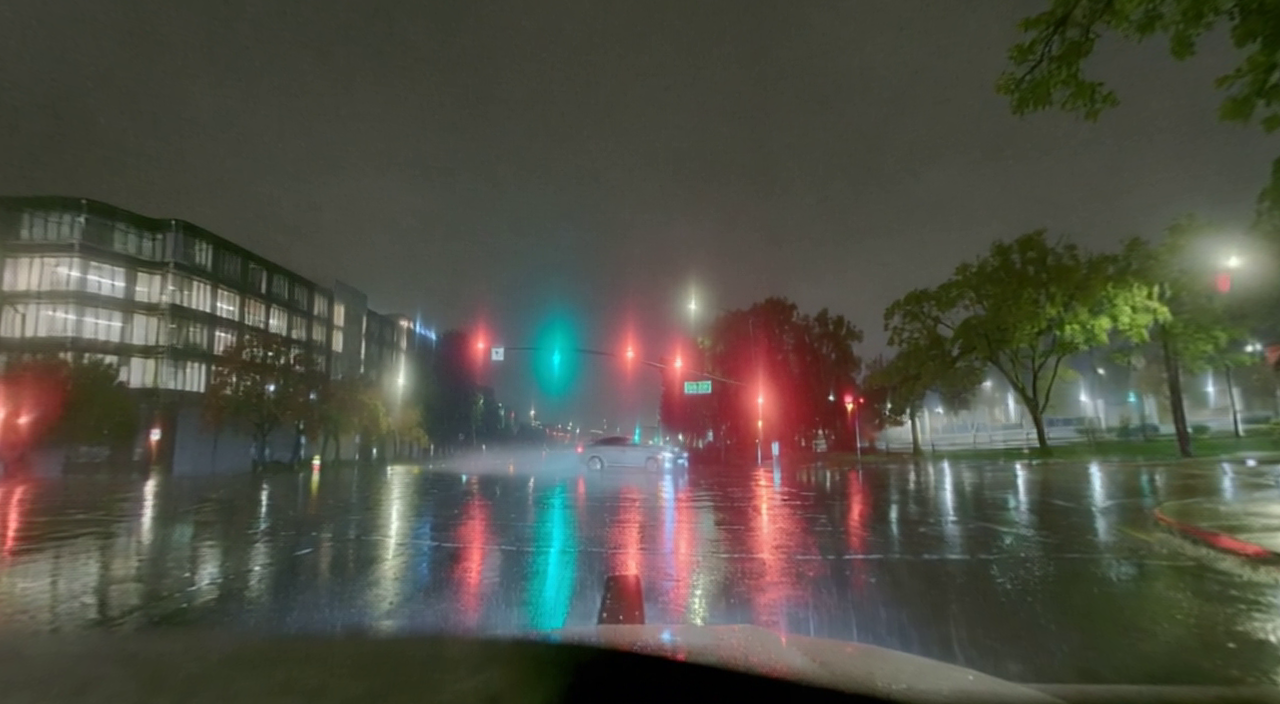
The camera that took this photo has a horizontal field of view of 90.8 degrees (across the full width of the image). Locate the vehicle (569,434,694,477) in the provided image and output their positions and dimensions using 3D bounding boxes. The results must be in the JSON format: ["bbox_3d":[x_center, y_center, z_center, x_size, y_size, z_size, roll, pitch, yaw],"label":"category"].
[{"bbox_3d":[-0.414,4.697,28.898,5.357,1.814,2.141,-5,-10,29],"label":"vehicle"}]
